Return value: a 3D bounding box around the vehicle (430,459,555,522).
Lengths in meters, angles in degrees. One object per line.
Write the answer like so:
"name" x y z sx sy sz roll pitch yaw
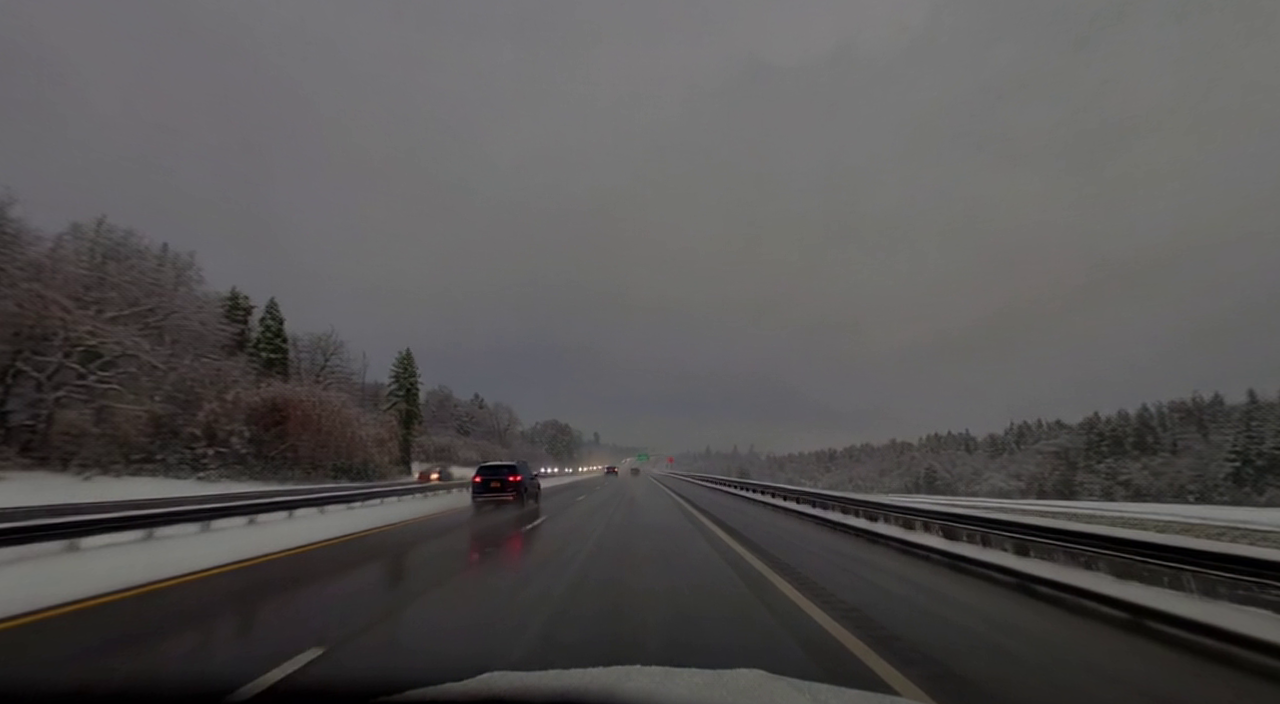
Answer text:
"vehicle" -3.834 3.737 17.445 2.146 1.441 5.020 1 -10 1
